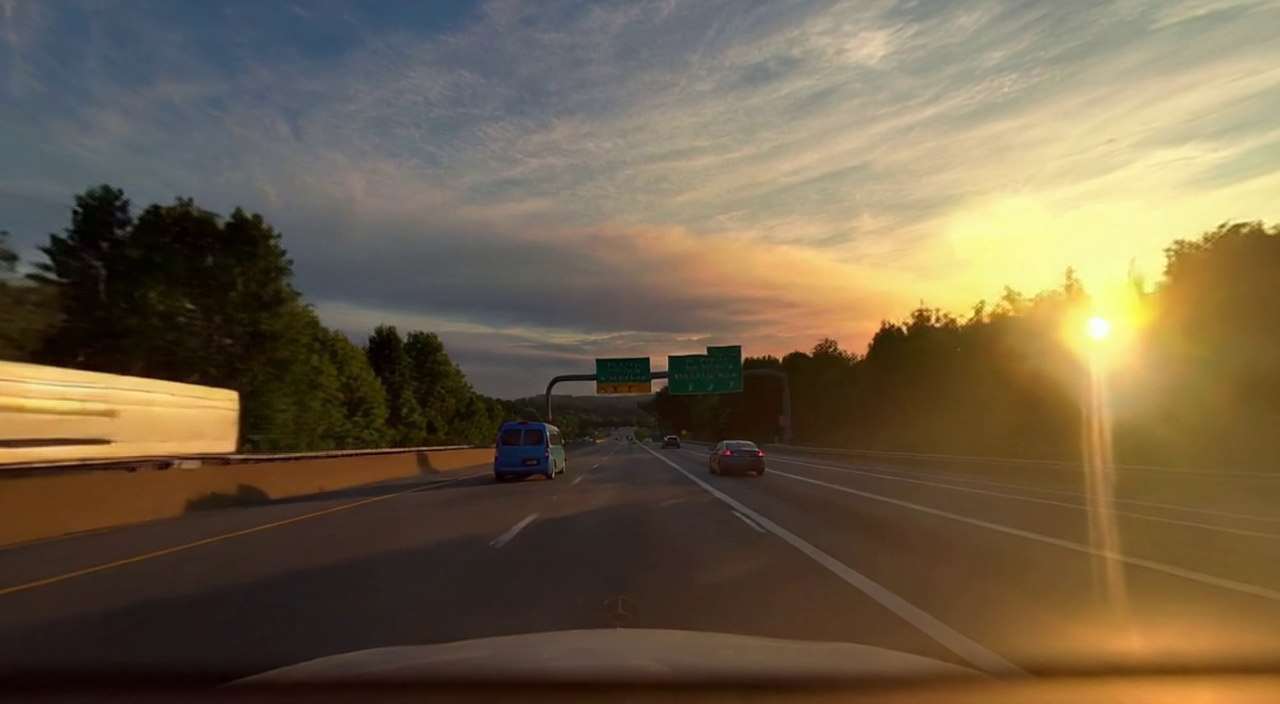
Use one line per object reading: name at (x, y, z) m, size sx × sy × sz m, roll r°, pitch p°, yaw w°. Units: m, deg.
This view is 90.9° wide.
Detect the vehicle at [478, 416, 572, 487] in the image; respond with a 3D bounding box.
vehicle at (-3.619, 3.224, 20.907) m, size 2.275 × 2.053 × 5.082 m, roll 0°, pitch -8°, yaw -2°

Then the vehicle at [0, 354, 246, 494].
vehicle at (-20.128, 2.691, 22.694) m, size 2.875 × 4.040 × 14.321 m, roll 0°, pitch -8°, yaw -1°

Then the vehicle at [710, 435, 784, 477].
vehicle at (3.963, 3.898, 23.963) m, size 2.020 × 1.464 × 3.803 m, roll 0°, pitch -8°, yaw -2°
